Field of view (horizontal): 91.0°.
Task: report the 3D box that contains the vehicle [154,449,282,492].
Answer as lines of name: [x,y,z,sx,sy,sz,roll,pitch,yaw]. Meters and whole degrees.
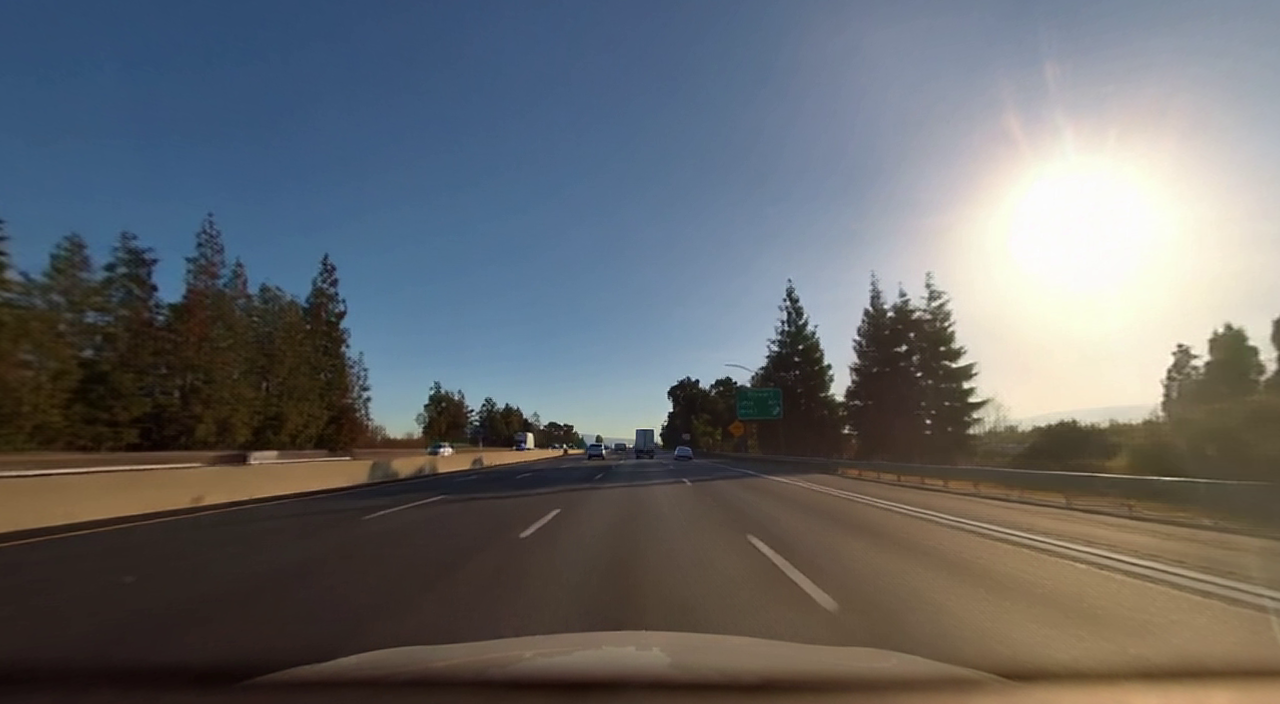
vehicle: [-15.715,4.391,23.766,1.912,1.410,4.181,0,-8,1]
